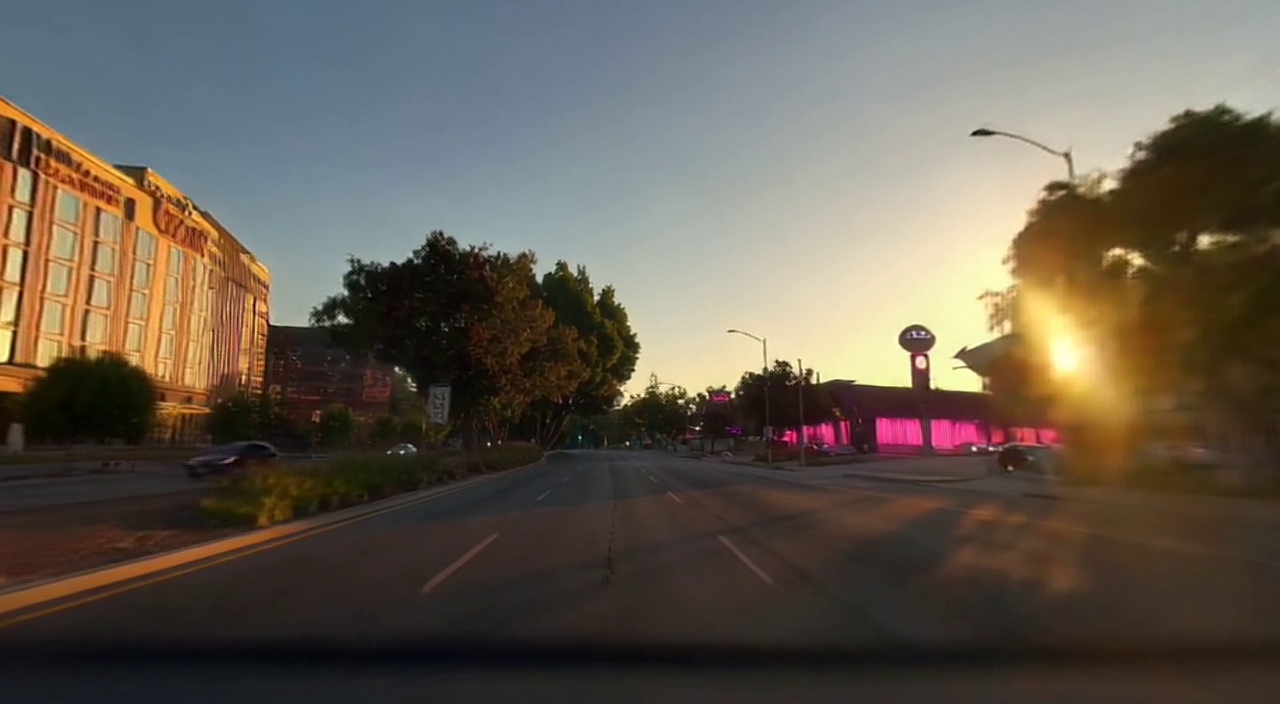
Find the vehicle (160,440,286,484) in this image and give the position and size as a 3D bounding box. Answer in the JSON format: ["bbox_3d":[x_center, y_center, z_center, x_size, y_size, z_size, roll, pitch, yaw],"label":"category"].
[{"bbox_3d":[-15.760,4.164,24.136,1.996,1.513,4.278,0,-8,-2],"label":"vehicle"}]

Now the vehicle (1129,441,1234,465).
[{"bbox_3d":[33.345,6.209,38.912,4.490,1.425,2.022,-1,-9,3],"label":"vehicle"}]

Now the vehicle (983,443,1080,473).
[{"bbox_3d":[18.795,5.089,30.352,3.492,1.379,1.734,0,-9,-4],"label":"vehicle"}]
